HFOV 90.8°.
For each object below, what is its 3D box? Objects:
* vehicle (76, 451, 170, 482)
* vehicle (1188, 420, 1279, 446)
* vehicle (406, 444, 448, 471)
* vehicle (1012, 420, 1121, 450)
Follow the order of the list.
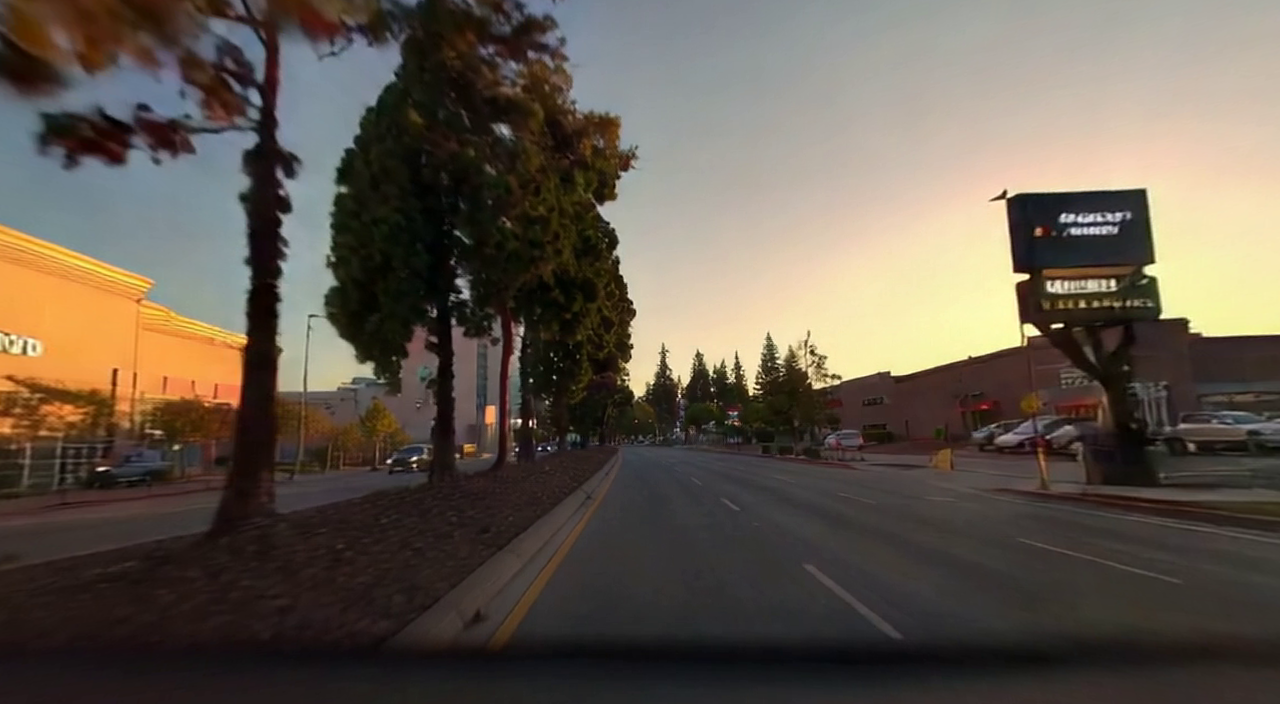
[{"bbox_3d":[-26.260,5.763,32.084,4.316,1.464,1.771,-4,-9,23],"label":"vehicle"},{"bbox_3d":[34.734,4.673,36.340,4.571,1.486,1.881,0,-8,0],"label":"vehicle"},{"bbox_3d":[-12.621,6.251,37.652,2.090,1.502,4.767,2,-9,-16],"label":"vehicle"},{"bbox_3d":[21.935,4.301,32.631,4.171,1.492,1.999,0,-8,2],"label":"vehicle"}]
